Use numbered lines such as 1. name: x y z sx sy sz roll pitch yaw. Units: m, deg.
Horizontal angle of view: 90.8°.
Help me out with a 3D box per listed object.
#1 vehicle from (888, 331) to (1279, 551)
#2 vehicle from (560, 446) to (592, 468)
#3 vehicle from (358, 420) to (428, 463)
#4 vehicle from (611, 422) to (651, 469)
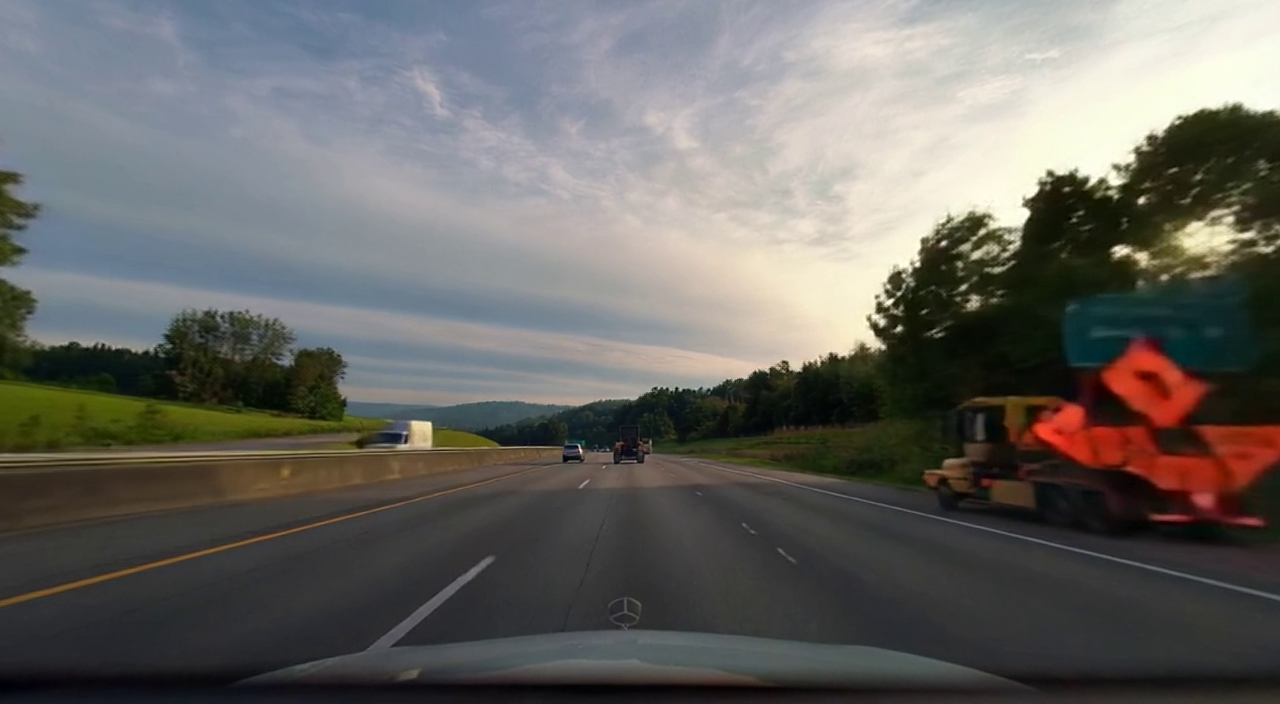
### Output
1. vehicle: 6.996 1.602 11.323 2.419 2.874 6.010 0 -9 -2
2. vehicle: -4.606 7.663 46.198 1.991 1.484 4.110 0 -9 -1
3. vehicle: -15.700 5.784 40.510 2.189 2.529 5.808 0 -9 -1
4. vehicle: -0.727 6.777 45.607 2.672 3.056 6.900 0 -9 -2
